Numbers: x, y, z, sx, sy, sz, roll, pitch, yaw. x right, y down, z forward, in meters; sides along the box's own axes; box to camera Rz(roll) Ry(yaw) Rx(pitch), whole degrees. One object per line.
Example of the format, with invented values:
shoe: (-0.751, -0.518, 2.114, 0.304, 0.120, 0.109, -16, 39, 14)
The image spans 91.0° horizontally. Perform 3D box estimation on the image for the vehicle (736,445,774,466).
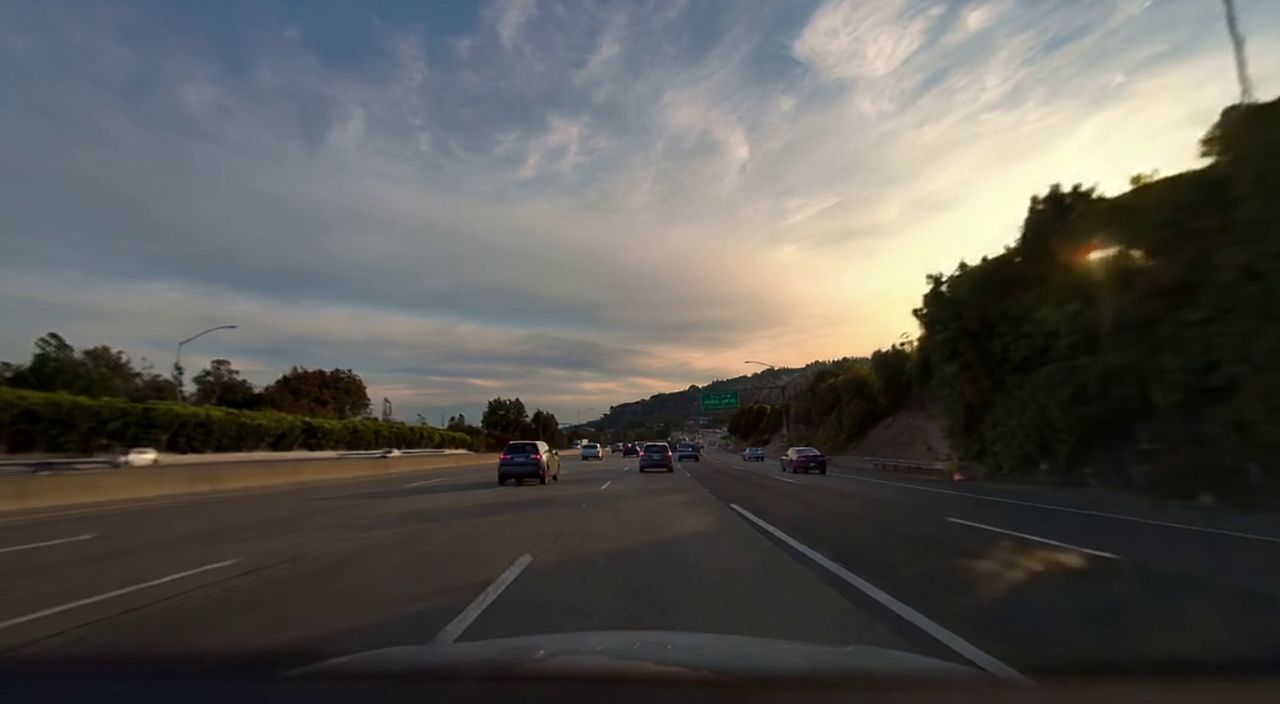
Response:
vehicle: (8.571, 7.751, 47.229, 2.005, 1.456, 4.287, 0, -9, 0)

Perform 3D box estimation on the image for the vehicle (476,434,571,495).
vehicle: (-3.675, 3.644, 20.746, 2.142, 1.759, 4.297, 0, -9, 2)

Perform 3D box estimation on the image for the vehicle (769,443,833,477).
vehicle: (7.753, 5.225, 30.668, 1.936, 1.480, 4.373, 0, -9, 0)

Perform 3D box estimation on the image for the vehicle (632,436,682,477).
vehicle: (0.847, 5.156, 31.330, 2.270, 1.862, 4.949, 0, -9, 1)

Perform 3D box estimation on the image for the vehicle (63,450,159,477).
vehicle: (-38.832, 8.153, 46.435, 2.157, 1.854, 5.192, -1, -9, 6)
